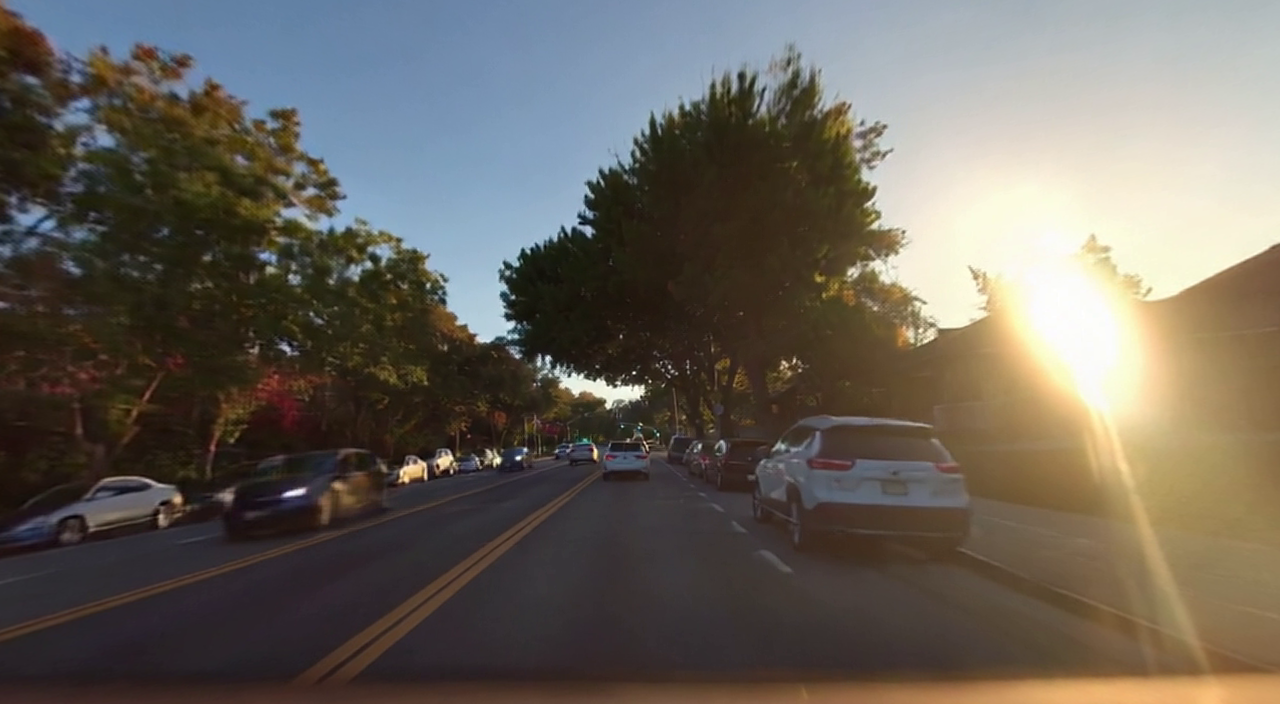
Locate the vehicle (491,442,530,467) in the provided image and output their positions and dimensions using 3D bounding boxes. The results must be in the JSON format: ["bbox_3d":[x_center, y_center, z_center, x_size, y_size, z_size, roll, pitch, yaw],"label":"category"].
[{"bbox_3d":[-9.213,7.311,45.190,1.918,1.648,4.163,0,-8,0],"label":"vehicle"}]

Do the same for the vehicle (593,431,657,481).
[{"bbox_3d":[-0.488,3.641,22.453,2.041,1.575,4.304,0,-8,0],"label":"vehicle"}]

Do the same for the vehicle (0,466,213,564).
[{"bbox_3d":[-12.088,3.446,13.945,2.047,1.497,4.949,-4,-8,-2],"label":"vehicle"}]

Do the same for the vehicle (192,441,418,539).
[{"bbox_3d":[-6.404,2.627,12.920,1.998,1.518,4.817,-2,-8,0],"label":"vehicle"}]

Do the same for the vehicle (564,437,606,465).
[{"bbox_3d":[-3.099,5.667,36.412,2.117,1.528,4.277,0,-8,-1],"label":"vehicle"}]

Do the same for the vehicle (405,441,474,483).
[{"bbox_3d":[-12.208,6.690,38.870,2.264,2.010,5.742,-5,-7,0],"label":"vehicle"}]

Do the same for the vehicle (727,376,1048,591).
[{"bbox_3d":[2.504,1.477,7.929,2.119,1.884,4.567,0,-8,0],"label":"vehicle"}]
